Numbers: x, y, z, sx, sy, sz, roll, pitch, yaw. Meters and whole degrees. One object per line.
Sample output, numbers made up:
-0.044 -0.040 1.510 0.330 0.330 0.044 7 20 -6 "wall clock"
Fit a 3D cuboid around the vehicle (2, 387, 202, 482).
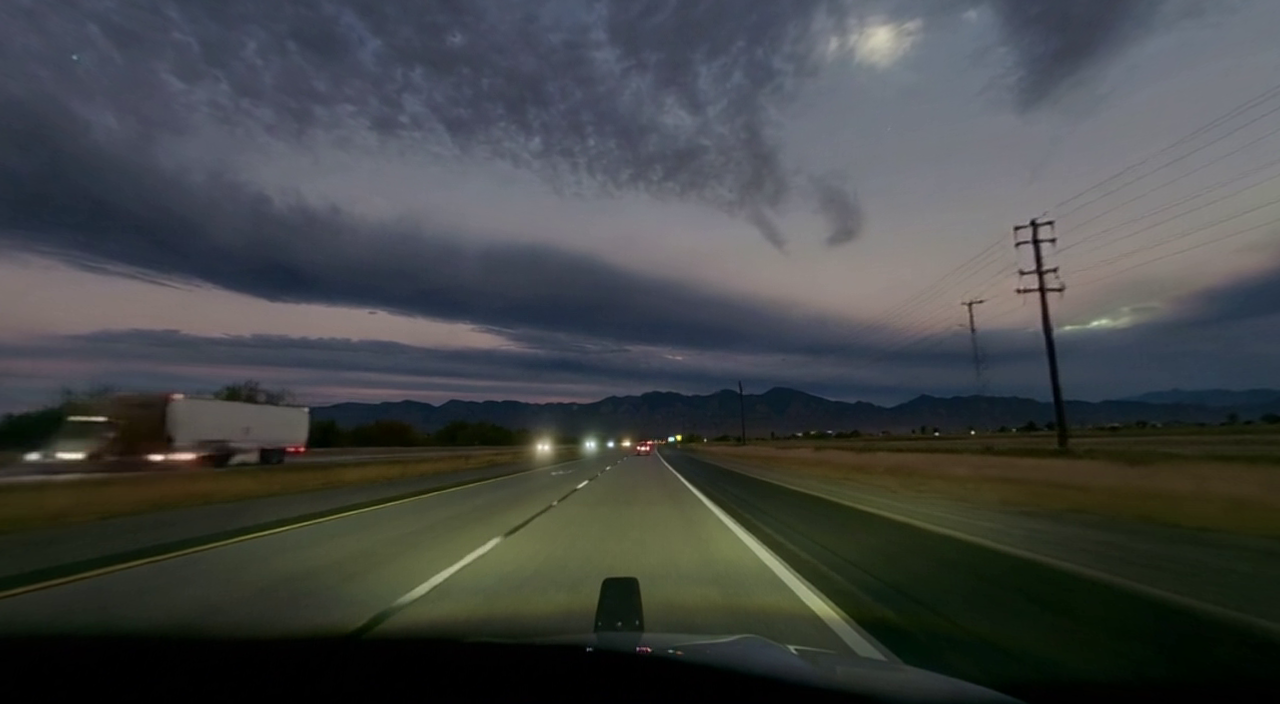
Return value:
-25.157 3.972 30.131 3.029 3.979 7.032 0 -8 1 "vehicle"
